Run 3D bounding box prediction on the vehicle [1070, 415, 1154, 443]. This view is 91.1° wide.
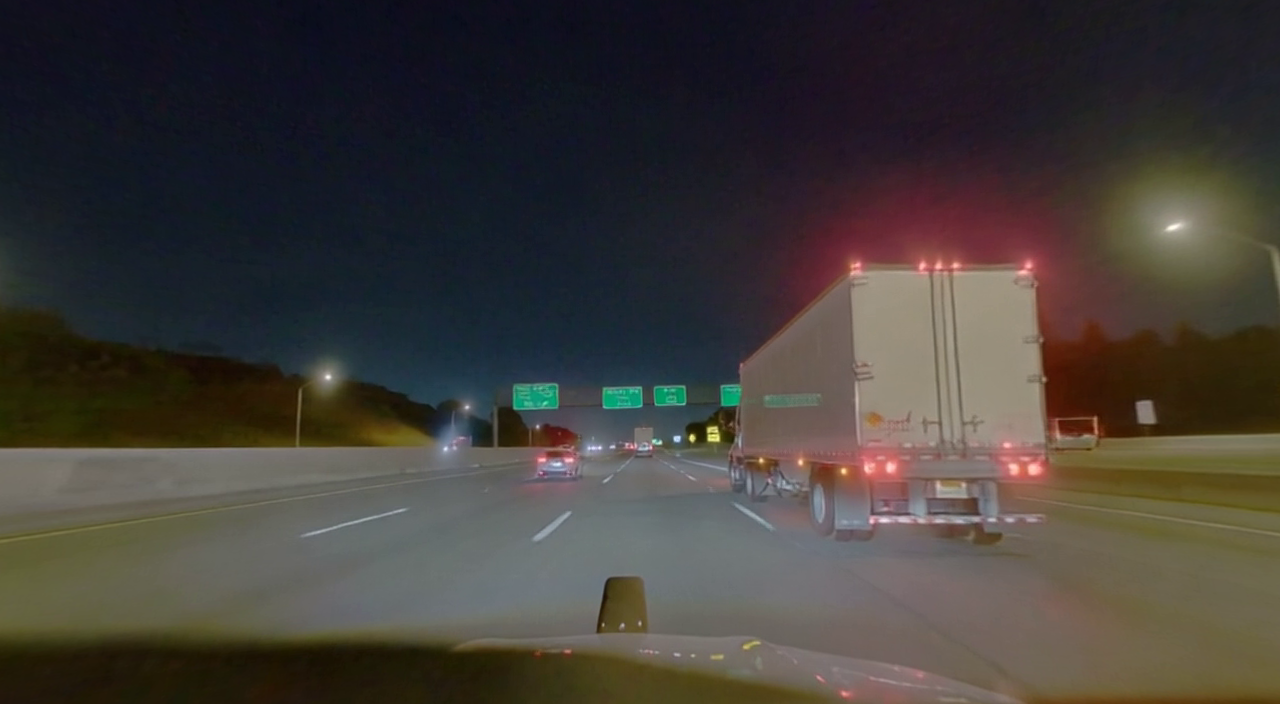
[{"bbox_3d":[29.148,4.793,38.957,1.928,1.603,4.315,1,-8,2],"label":"vehicle"}]

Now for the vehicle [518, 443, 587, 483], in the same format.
[{"bbox_3d":[-3.631,4.741,27.108,2.143,1.529,4.918,0,-9,1],"label":"vehicle"}]

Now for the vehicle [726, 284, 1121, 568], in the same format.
[{"bbox_3d":[4.045,1.632,12.776,3.049,3.395,10.595,0,-9,0],"label":"vehicle"}]
